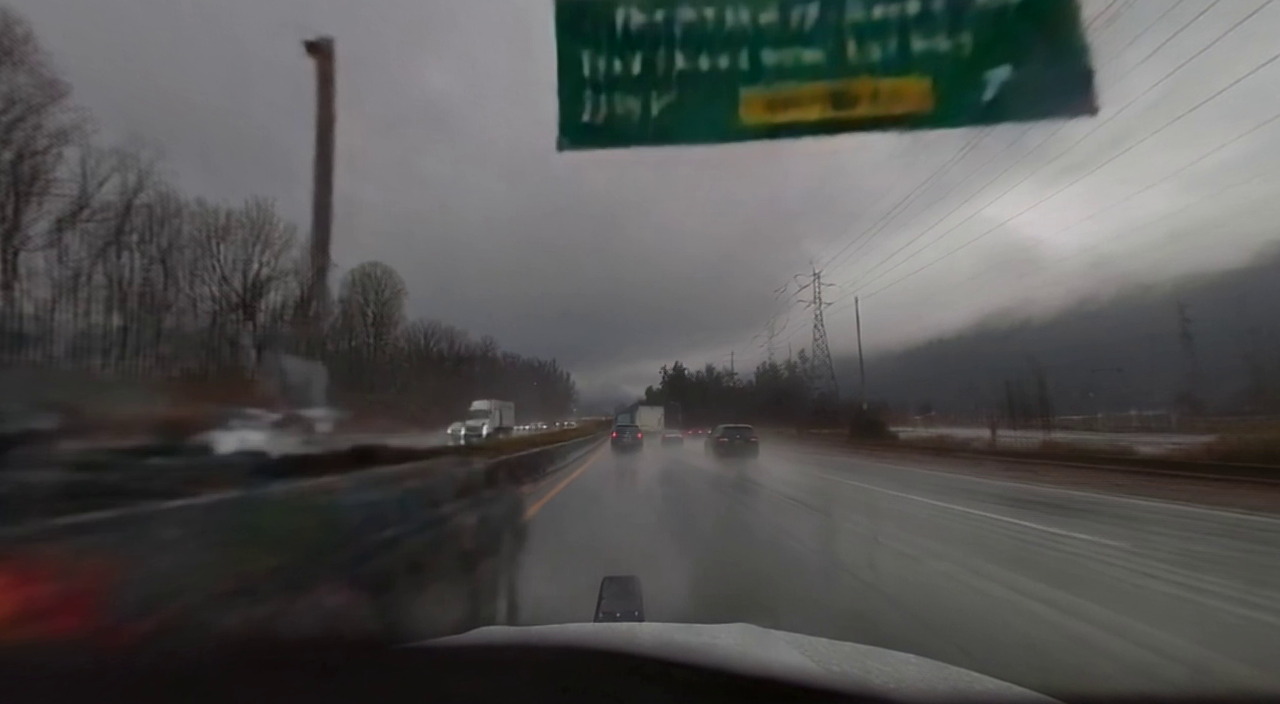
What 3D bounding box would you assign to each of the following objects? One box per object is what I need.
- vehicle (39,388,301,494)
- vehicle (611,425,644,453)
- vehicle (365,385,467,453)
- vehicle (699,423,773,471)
[{"bbox_3d":[-9.059,1.779,12.734,1.996,1.760,4.273,0,-8,-1],"label":"vehicle"},{"bbox_3d":[-0.794,5.546,40.109,2.019,1.642,3.790,0,-8,-1],"label":"vehicle"},{"bbox_3d":[-13.524,4.284,39.127,3.066,3.694,9.874,0,-8,-2],"label":"vehicle"},{"bbox_3d":[3.421,3.470,23.148,2.062,1.581,3.914,0,-8,-1],"label":"vehicle"}]
